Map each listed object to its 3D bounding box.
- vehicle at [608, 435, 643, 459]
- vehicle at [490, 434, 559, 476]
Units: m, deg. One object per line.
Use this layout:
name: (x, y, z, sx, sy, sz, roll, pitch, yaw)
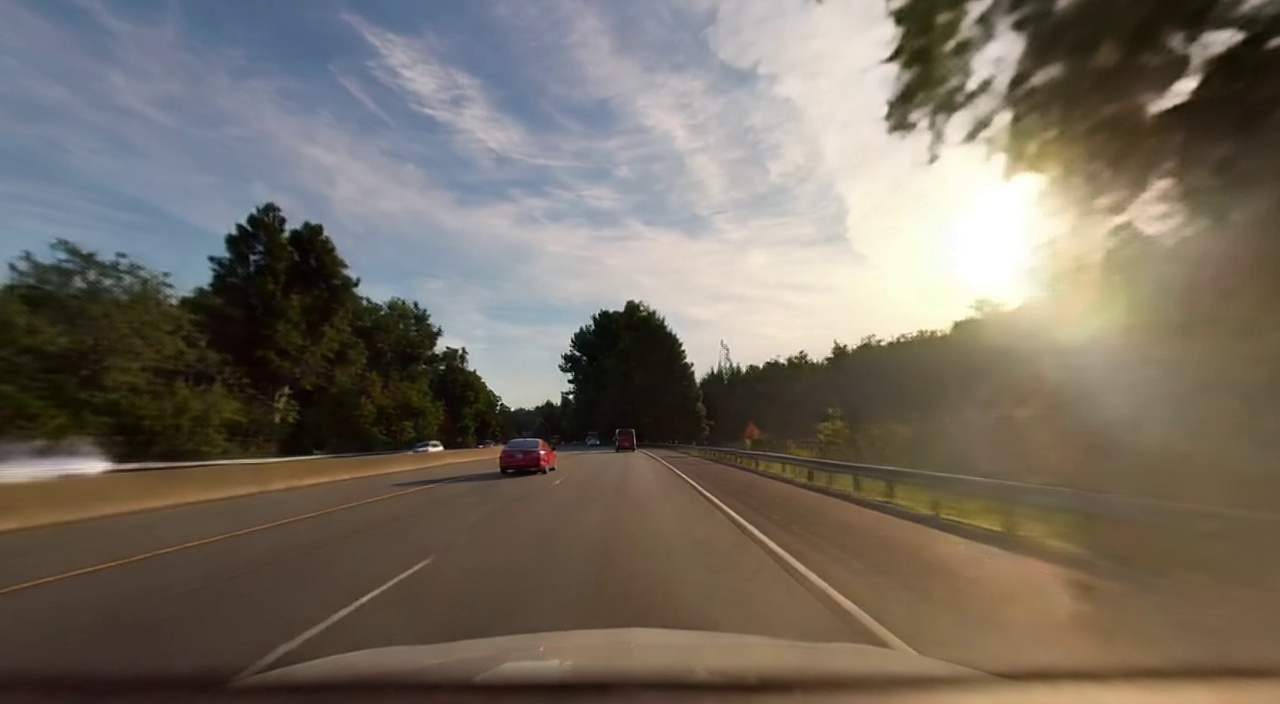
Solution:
vehicle: (-0.905, 6.233, 41.419, 2.162, 1.460, 4.242, 0, -8, 0)
vehicle: (-4.298, 3.894, 24.121, 1.907, 1.445, 4.049, 0, -8, 0)
